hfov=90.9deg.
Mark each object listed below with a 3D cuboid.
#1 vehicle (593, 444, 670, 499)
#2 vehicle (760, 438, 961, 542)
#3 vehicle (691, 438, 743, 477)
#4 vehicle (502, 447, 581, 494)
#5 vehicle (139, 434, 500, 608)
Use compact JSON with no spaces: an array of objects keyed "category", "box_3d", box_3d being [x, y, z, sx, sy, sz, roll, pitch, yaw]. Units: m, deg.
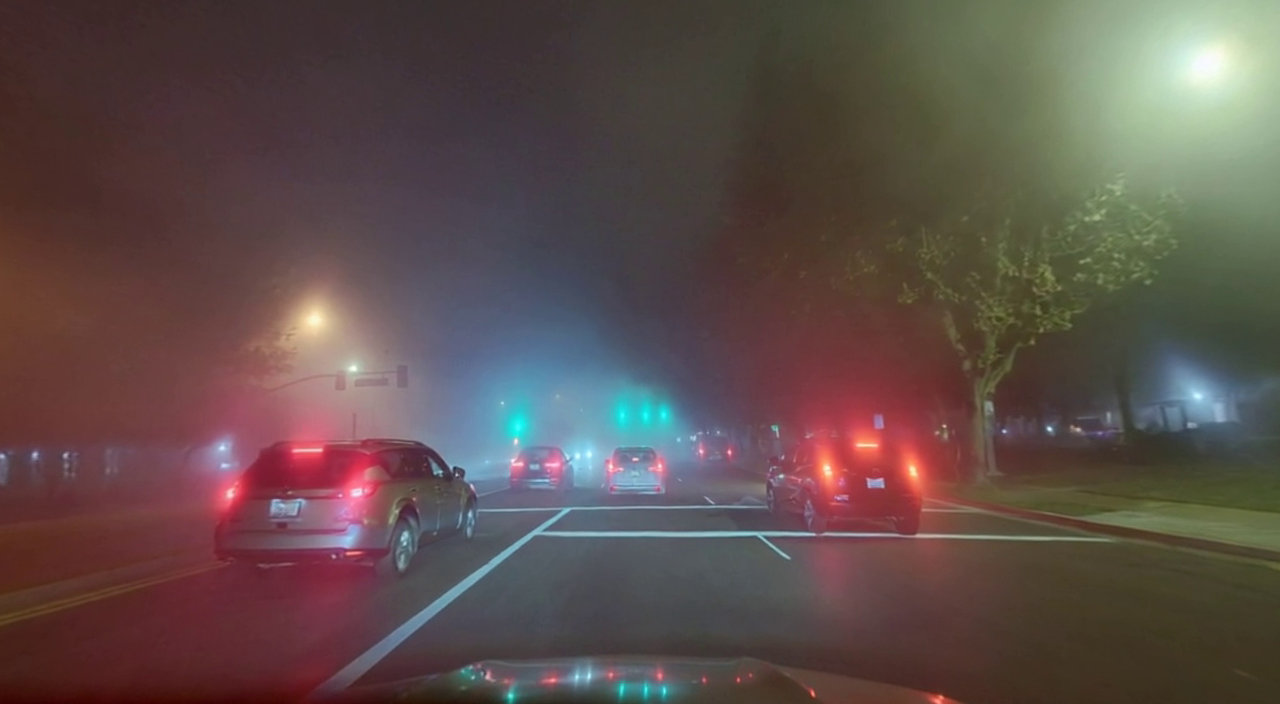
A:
[{"category":"vehicle","box_3d":[-0.248,3.607,19.434,2.101,1.480,3.929,0,-8,0]},{"category":"vehicle","box_3d":[3.655,2.347,11.484,1.990,1.486,4.431,0,-8,-1]},{"category":"vehicle","box_3d":[4.187,5.832,35.155,2.142,1.957,5.443,0,-8,-1]},{"category":"vehicle","box_3d":[-3.321,4.064,22.093,2.002,1.465,4.098,-1,-8,2]},{"category":"vehicle","box_3d":[-3.274,1.791,7.710,2.038,1.481,4.379,0,-8,1]}]
